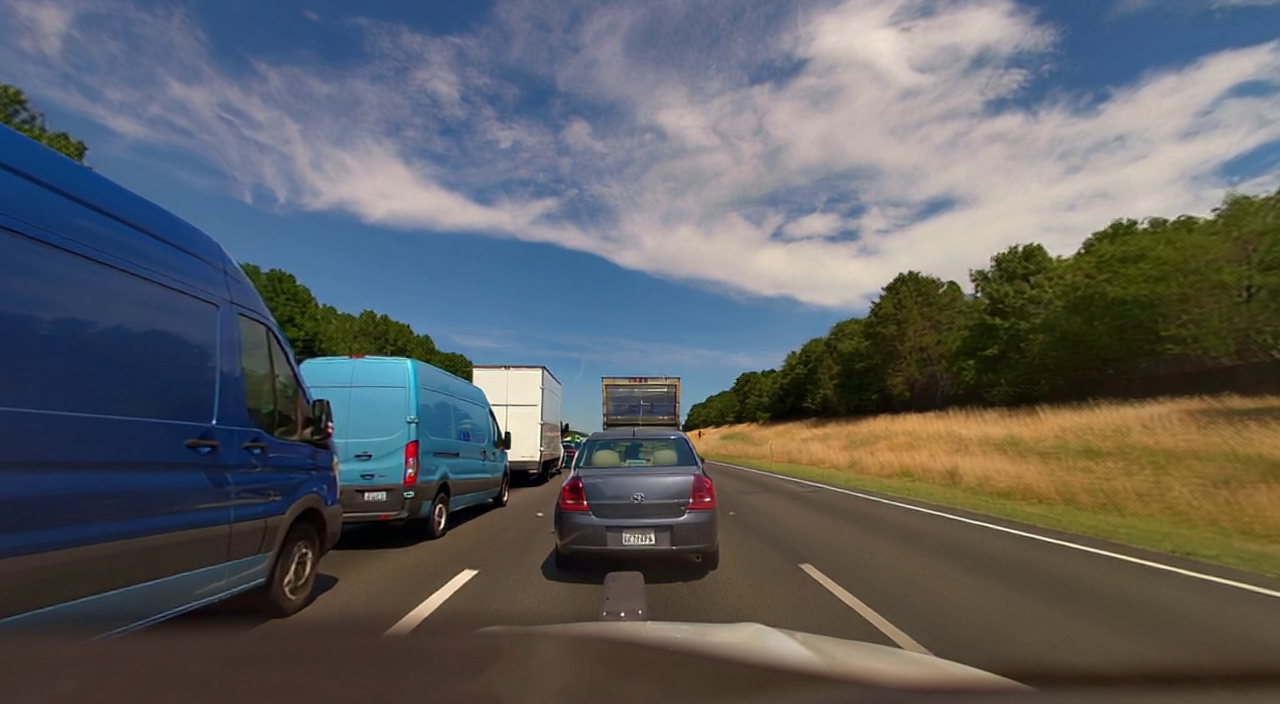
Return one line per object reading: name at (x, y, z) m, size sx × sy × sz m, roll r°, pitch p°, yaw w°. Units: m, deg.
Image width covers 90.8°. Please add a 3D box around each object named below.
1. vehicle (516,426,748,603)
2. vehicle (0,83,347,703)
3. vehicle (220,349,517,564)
vehicle at (-0.104, 1.668, 7.207) m, size 1.995 × 1.495 × 3.380 m, roll 0°, pitch -9°, yaw -1°
vehicle at (-4.074, 0.253, 3.055) m, size 2.254 × 2.879 × 6.656 m, roll 0°, pitch -9°, yaw -2°
vehicle at (-4.018, 1.798, 11.284) m, size 2.349 × 2.643 × 6.807 m, roll 0°, pitch -9°, yaw -1°
